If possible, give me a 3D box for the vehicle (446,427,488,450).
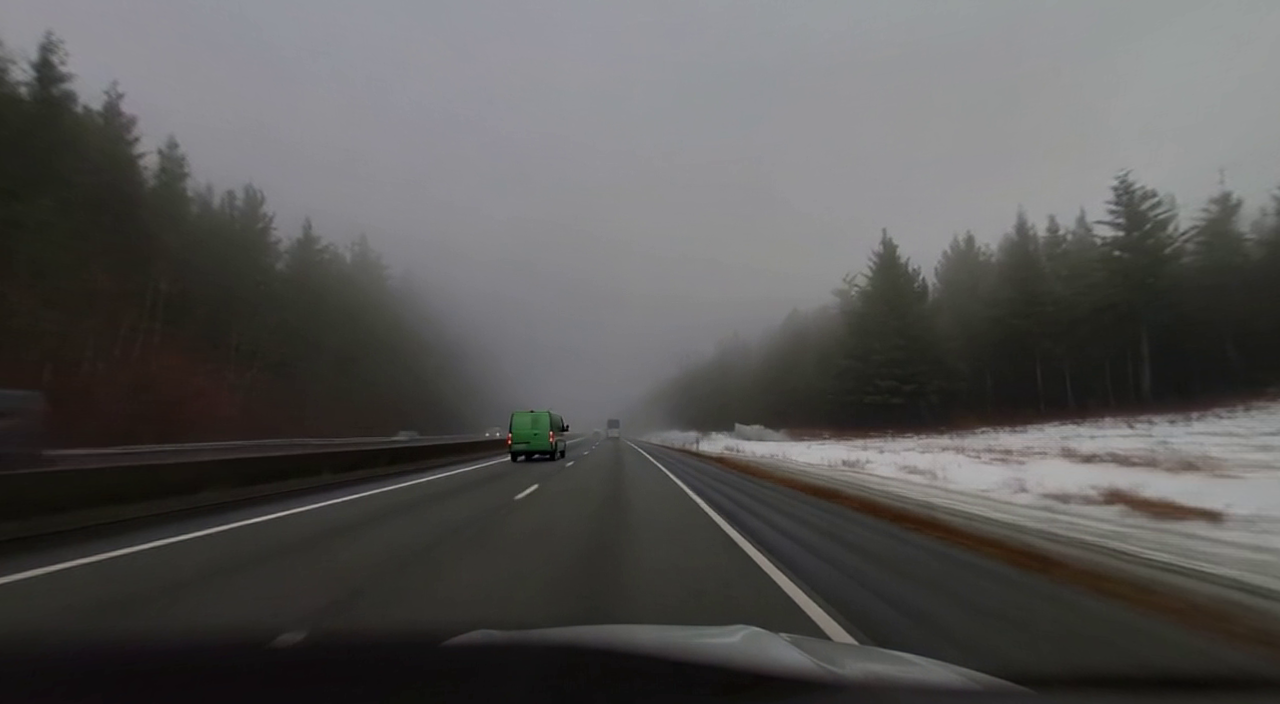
[{"bbox_3d":[-12.820,6.431,46.797,1.907,1.590,4.292,1,-7,-1],"label":"vehicle"}]

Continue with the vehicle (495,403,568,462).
[{"bbox_3d":[-4.935,3.809,29.559,2.561,2.509,5.465,0,-8,-1],"label":"vehicle"}]
